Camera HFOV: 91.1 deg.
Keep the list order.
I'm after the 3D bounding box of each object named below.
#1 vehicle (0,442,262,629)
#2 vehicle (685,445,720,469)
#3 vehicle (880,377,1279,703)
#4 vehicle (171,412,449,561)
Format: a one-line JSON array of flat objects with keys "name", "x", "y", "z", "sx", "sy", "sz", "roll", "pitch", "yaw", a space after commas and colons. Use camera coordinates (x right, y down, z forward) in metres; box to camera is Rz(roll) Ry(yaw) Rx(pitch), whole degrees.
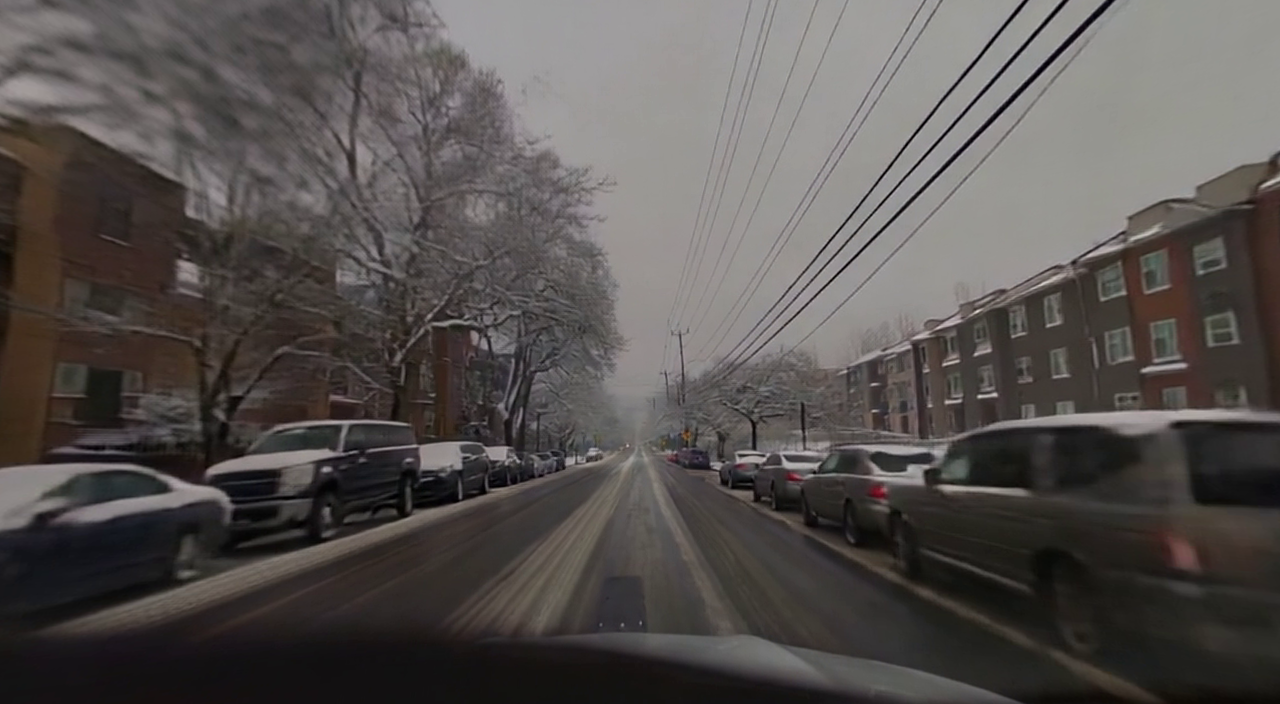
[{"name": "vehicle", "x": -6.348, "y": 1.817, "z": 6.549, "sx": 2.045, "sy": 1.526, "sz": 4.598, "roll": -5, "pitch": -9, "yaw": -1}, {"name": "vehicle", "x": 4.145, "y": 7.055, "z": 42.235, "sx": 1.883, "sy": 1.527, "sz": 3.828, "roll": 0, "pitch": -9, "yaw": -1}, {"name": "vehicle", "x": 3.897, "y": 1.294, "z": 4.986, "sx": 2.328, "sy": 1.730, "sz": 4.225, "roll": 0, "pitch": -9, "yaw": 1}, {"name": "vehicle", "x": -6.090, "y": 2.479, "z": 12.873, "sx": 2.376, "sy": 2.219, "sz": 6.021, "roll": -2, "pitch": -7, "yaw": 1}]
